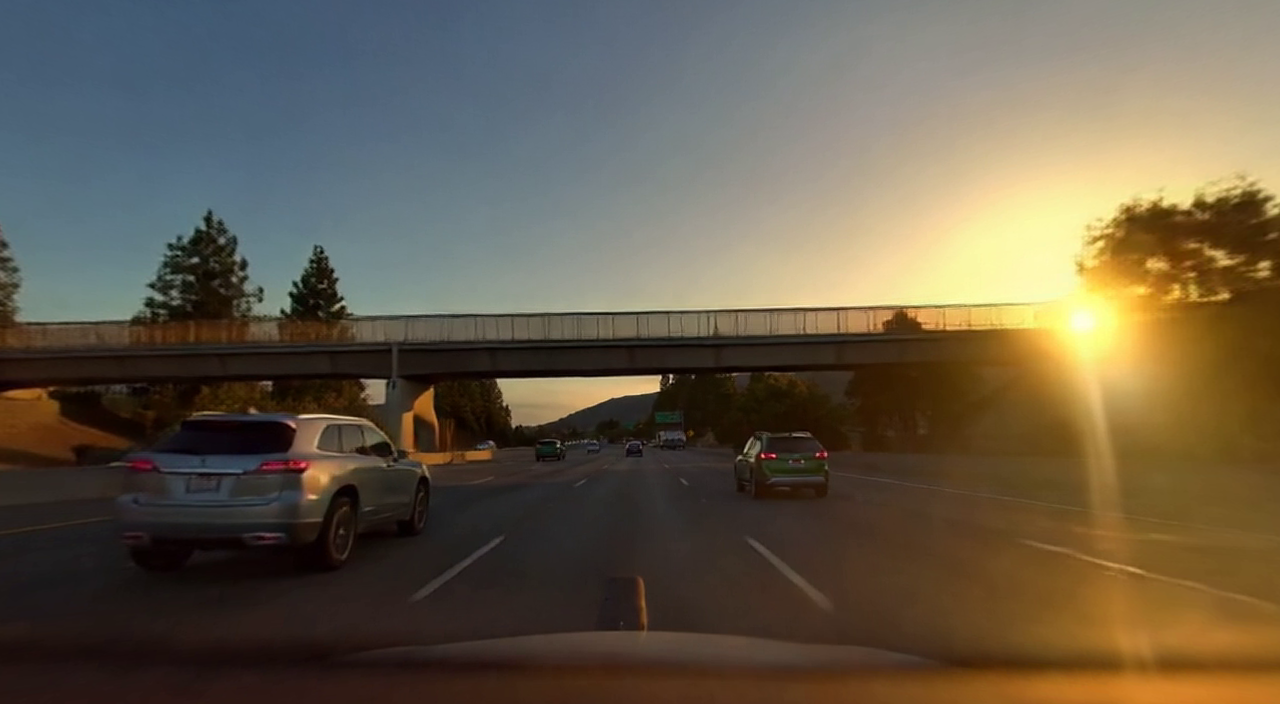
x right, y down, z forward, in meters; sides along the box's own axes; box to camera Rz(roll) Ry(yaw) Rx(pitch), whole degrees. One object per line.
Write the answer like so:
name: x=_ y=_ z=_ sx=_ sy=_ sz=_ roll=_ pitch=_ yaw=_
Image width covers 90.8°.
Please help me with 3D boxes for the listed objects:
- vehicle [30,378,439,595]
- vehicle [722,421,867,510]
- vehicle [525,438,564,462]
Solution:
vehicle: x=-4.298 y=1.520 z=7.952 sx=2.018 sy=1.872 sz=4.728 roll=0 pitch=-9 yaw=-1
vehicle: x=3.386 y=2.604 z=14.912 sx=2.185 sy=1.749 sz=4.477 roll=0 pitch=-9 yaw=-1
vehicle: x=-7.482 y=7.709 z=49.819 sx=2.193 sy=1.818 sz=4.995 roll=-1 pitch=-9 yaw=1
